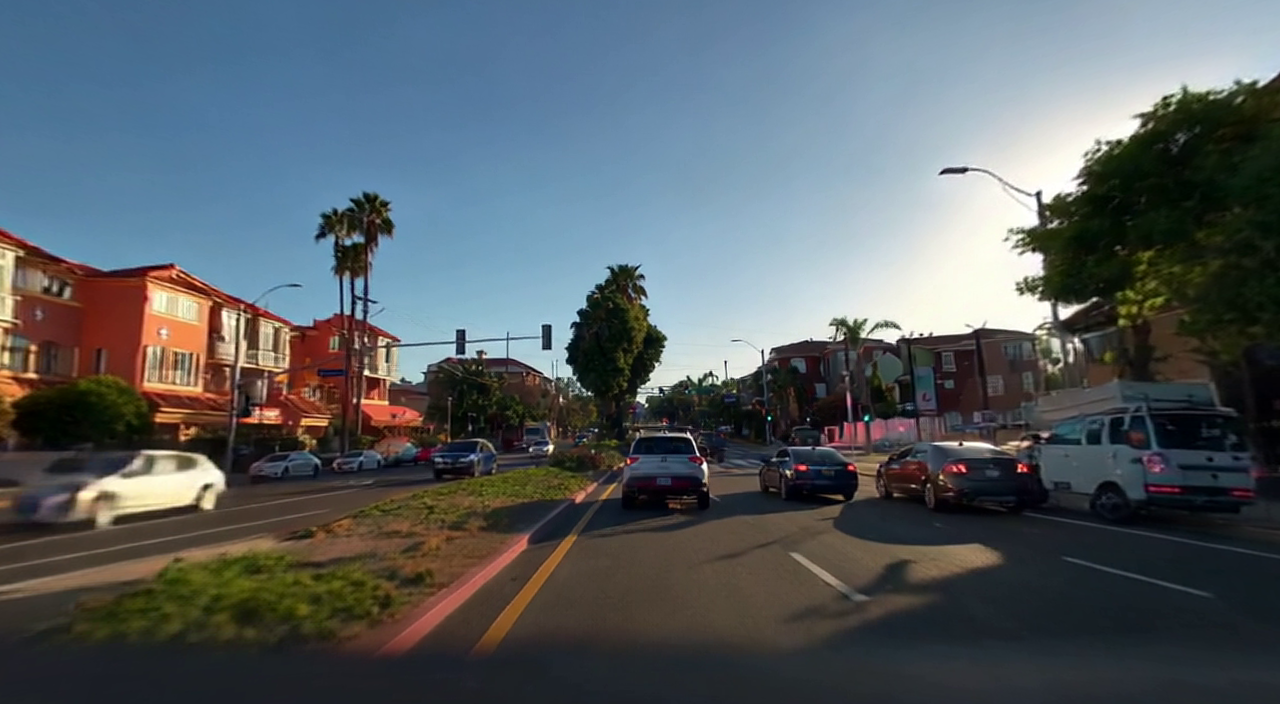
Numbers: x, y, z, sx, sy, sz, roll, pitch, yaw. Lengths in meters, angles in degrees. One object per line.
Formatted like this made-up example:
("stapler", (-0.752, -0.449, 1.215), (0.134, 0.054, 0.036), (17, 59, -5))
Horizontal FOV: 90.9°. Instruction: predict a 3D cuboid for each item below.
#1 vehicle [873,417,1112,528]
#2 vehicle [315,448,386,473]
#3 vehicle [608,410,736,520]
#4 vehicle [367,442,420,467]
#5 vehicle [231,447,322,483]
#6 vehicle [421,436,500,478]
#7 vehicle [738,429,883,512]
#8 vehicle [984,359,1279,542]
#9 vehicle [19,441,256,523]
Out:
("vehicle", (7.313, 2.566, 14.018), (2.215, 1.973, 5.323), (0, -9, 0))
("vehicle", (-18.440, 6.932, 40.465), (2.070, 1.499, 4.851), (-1, -9, 3))
("vehicle", (0.649, 2.614, 15.058), (2.487, 2.115, 5.444), (0, -9, 1))
("vehicle", (-17.990, 7.498, 46.336), (1.965, 1.747, 4.461), (-1, -9, 2))
("vehicle", (-18.721, 5.809, 32.774), (1.972, 1.694, 4.466), (0, -9, 1))
("vehicle", (-8.003, 4.740, 28.603), (2.050, 1.725, 4.677), (-1, -9, 2))
("vehicle", (4.029, 2.910, 15.959), (2.283, 1.738, 4.916), (0, -9, 0))
("vehicle", (10.429, 1.903, 13.644), (2.663, 3.061, 5.602), (-2, -5, -1))
("vehicle", (-11.872, 3.056, 15.435), (2.134, 1.699, 4.342), (0, -9, 1))
